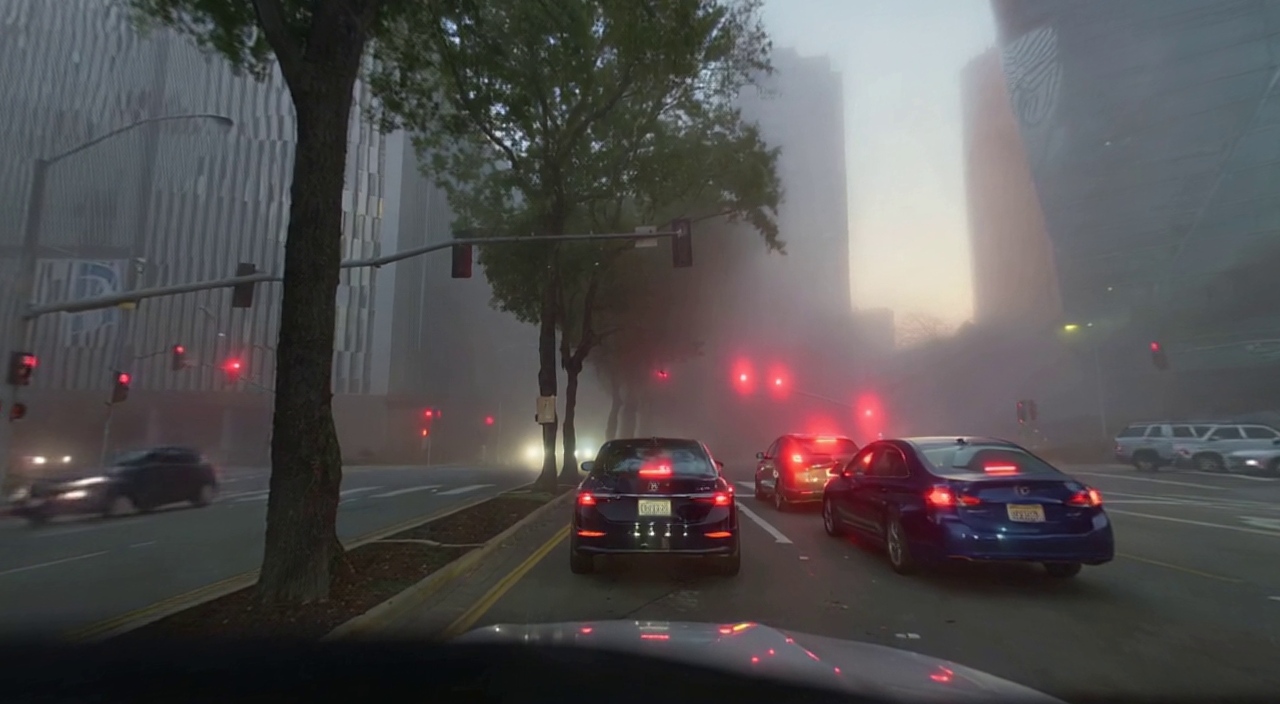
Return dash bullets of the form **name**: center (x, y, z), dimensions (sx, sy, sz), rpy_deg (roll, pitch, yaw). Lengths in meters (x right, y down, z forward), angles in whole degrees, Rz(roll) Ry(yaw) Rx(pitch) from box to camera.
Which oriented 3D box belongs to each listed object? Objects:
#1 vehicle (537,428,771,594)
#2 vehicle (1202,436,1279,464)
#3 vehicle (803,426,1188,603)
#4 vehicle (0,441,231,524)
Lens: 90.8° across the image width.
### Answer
- **vehicle**: center (0.091, 1.733, 7.727), dimensions (2.087, 1.468, 4.014), rpy_deg (0, -9, -1)
- **vehicle**: center (35.207, 5.627, 36.133), dimensions (4.190, 1.535, 1.998), rpy_deg (0, -9, -1)
- **vehicle**: center (3.642, 1.737, 7.736), dimensions (2.018, 1.491, 4.544), rpy_deg (0, -9, -1)
- **vehicle**: center (-12.276, 2.979, 15.040), dimensions (2.009, 1.642, 4.482), rpy_deg (0, -9, 0)
